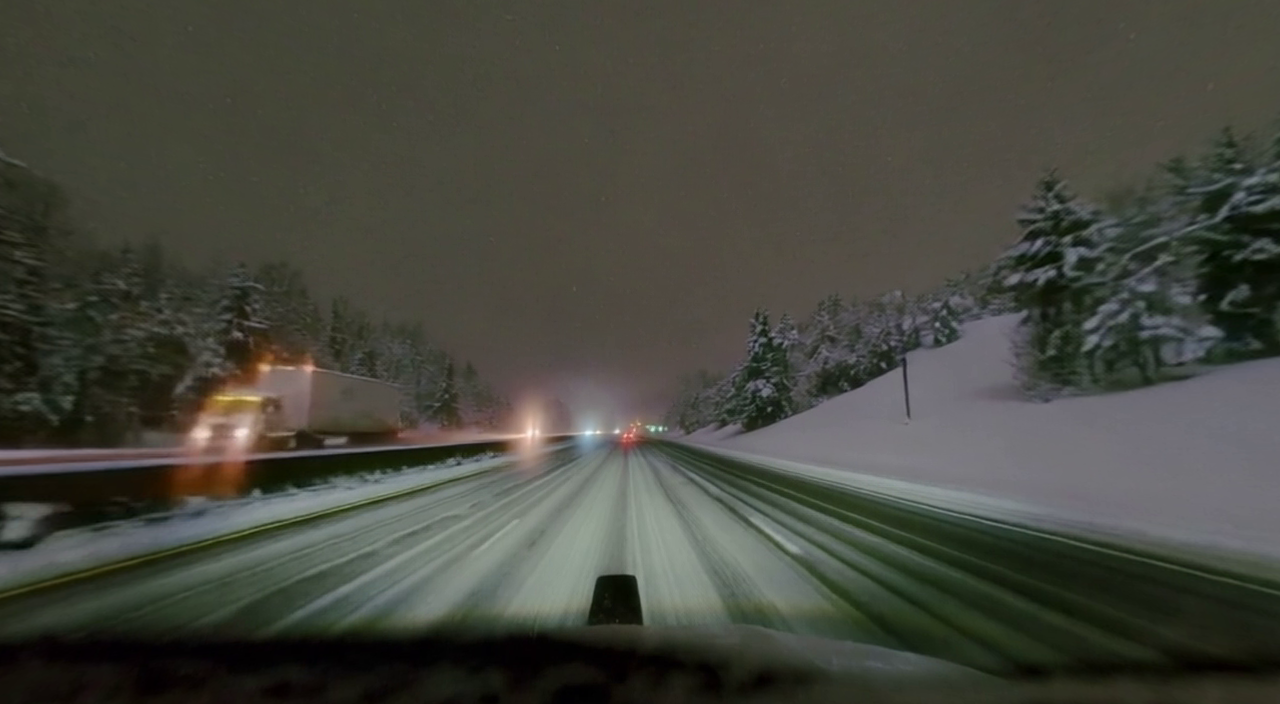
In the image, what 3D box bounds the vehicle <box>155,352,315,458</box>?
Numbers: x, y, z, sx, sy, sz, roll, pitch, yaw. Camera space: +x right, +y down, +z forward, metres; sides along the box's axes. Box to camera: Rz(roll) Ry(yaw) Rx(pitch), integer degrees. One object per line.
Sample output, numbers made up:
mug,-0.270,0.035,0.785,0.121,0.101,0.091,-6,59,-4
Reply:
vehicle,-16.668,2.340,26.454,2.945,3.994,5.608,0,-7,-2
